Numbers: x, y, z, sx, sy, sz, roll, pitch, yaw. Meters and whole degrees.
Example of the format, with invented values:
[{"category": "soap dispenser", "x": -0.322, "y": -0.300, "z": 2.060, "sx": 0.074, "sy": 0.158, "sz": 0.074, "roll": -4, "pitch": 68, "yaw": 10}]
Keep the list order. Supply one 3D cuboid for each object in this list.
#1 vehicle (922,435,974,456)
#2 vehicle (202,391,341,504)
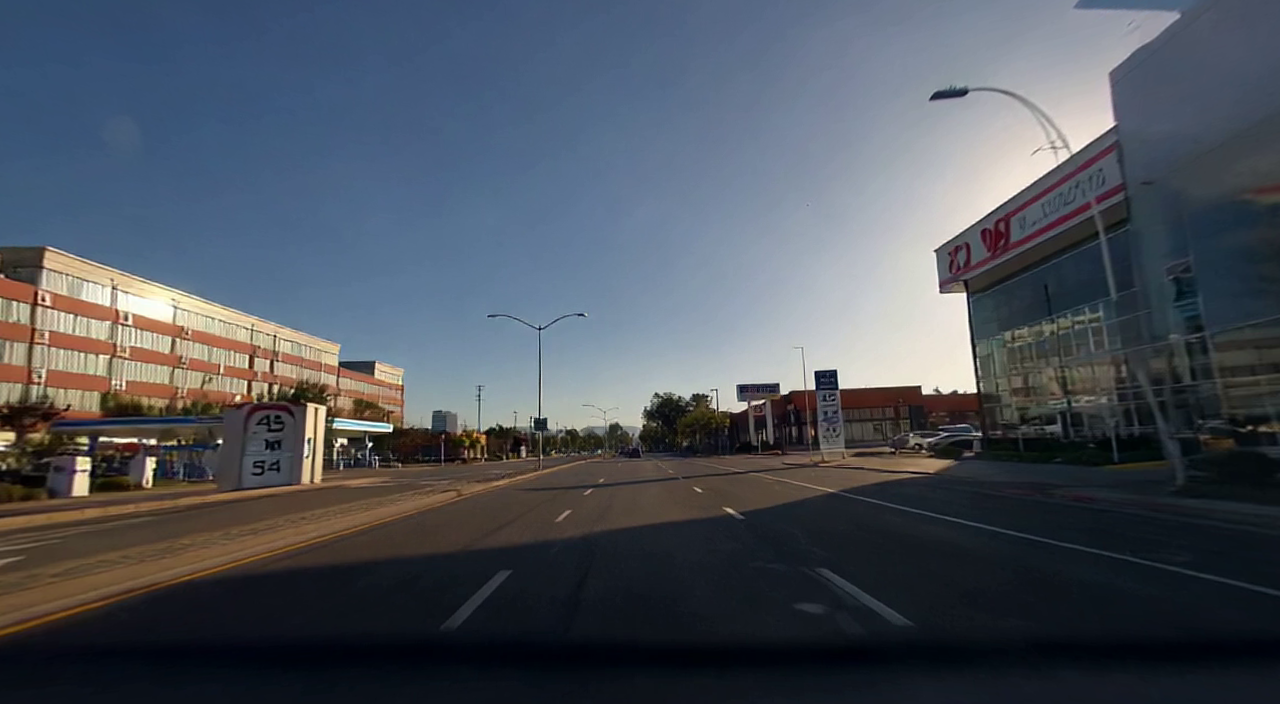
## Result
[{"category": "vehicle", "x": 23.236, "y": 7.102, "z": 47.860, "sx": 1.747, "sy": 1.371, "sz": 4.368, "roll": -3, "pitch": -10, "yaw": 0}, {"category": "vehicle", "x": -12.310, "y": 3.218, "z": 21.405, "sx": 2.509, "sy": 3.502, "sz": 3.191, "roll": -1, "pitch": -8, "yaw": 2}]
